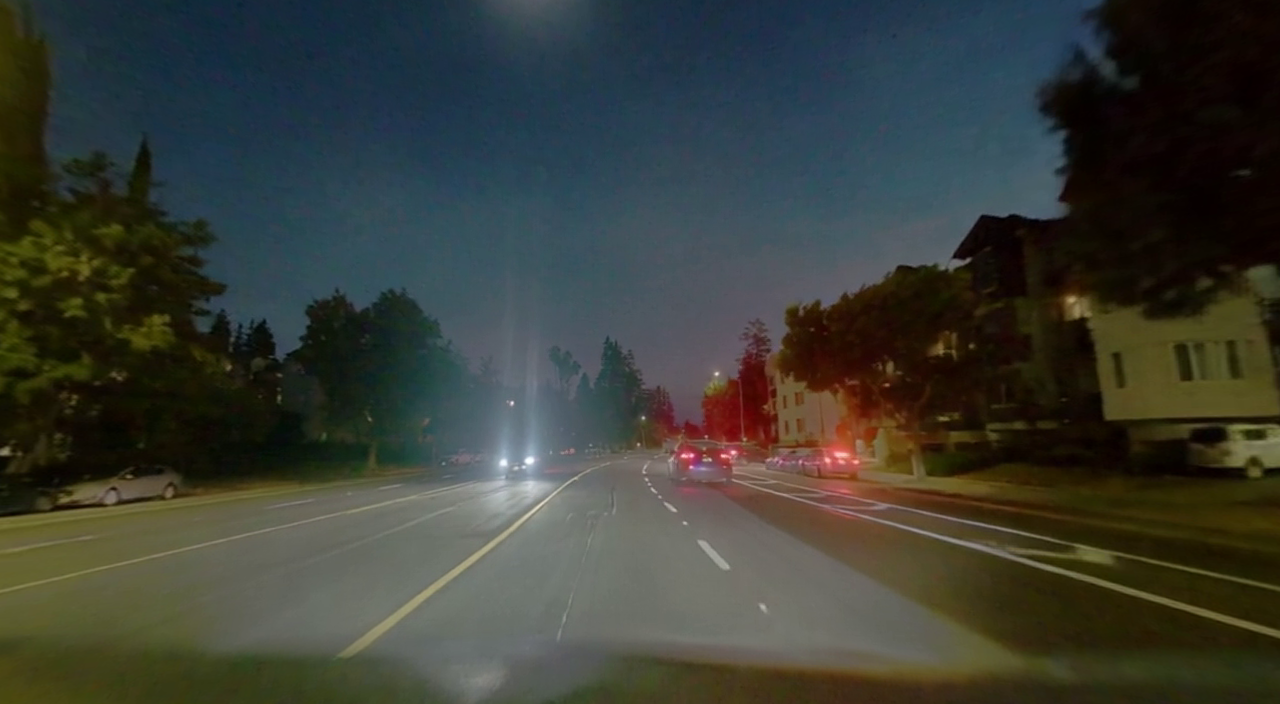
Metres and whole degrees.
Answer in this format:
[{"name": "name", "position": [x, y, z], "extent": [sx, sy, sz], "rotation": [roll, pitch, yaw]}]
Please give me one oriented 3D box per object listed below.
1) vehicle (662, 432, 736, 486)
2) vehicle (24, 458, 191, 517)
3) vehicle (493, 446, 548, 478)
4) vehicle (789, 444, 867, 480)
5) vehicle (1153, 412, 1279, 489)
[{"name": "vehicle", "position": [2.006, 3.824, 22.898], "extent": [2.085, 1.763, 4.490], "rotation": [0, -8, -2]}, {"name": "vehicle", "position": [-18.316, 4.627, 22.078], "extent": [1.937, 1.612, 4.515], "rotation": [-1, -7, -1]}, {"name": "vehicle", "position": [-5.886, 5.448, 31.624], "extent": [1.958, 1.501, 4.294], "rotation": [0, -8, -1]}, {"name": "vehicle", "position": [8.493, 4.993, 29.041], "extent": [1.996, 1.474, 4.771], "rotation": [0, -8, -2]}, {"name": "vehicle", "position": [16.251, 2.415, 15.628], "extent": [5.007, 1.793, 2.031], "rotation": [-2, -9, 12]}]
